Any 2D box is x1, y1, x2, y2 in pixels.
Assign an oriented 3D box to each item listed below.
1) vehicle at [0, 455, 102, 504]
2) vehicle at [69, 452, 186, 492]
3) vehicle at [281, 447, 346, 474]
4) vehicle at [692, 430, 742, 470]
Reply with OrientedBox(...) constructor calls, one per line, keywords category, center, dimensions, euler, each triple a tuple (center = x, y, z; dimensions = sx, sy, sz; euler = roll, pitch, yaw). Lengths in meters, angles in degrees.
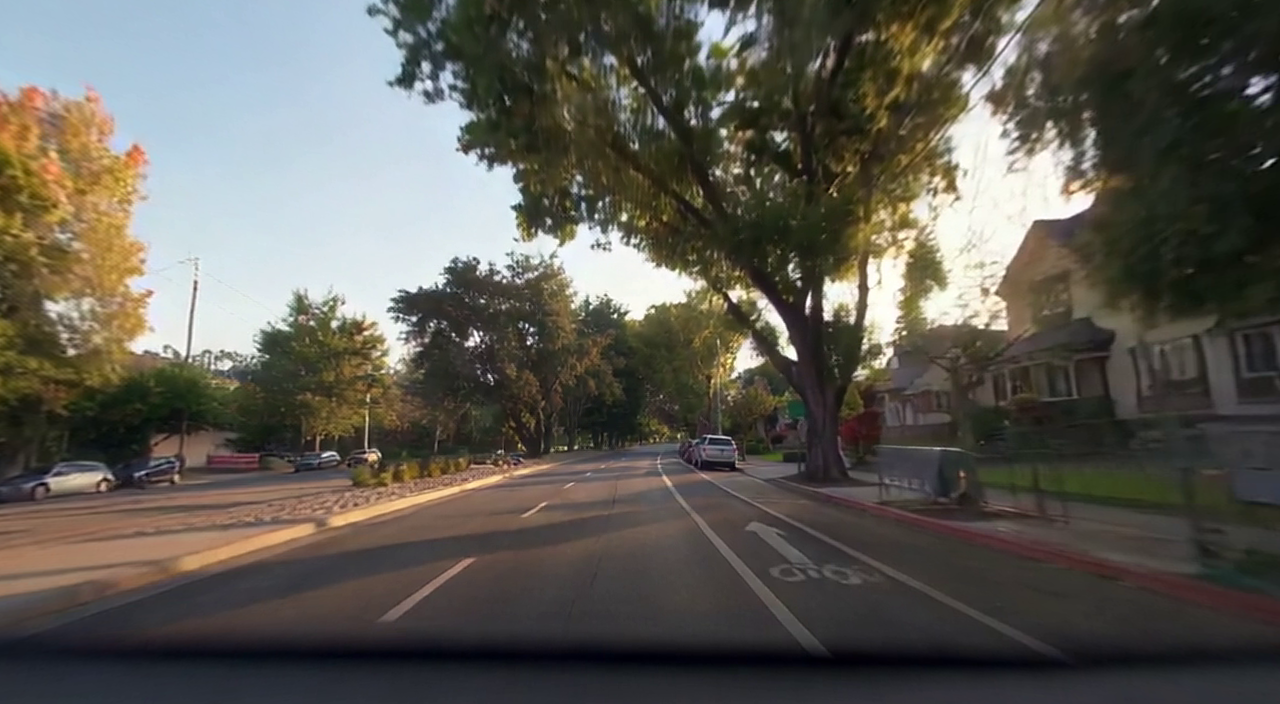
OrientedBox(category="vehicle", center=(-24.413, 5.098, 25.504), dimensions=(1.864, 1.575, 4.149), euler=(-3, -6, -3))
OrientedBox(category="vehicle", center=(-24.520, 5.729, 30.449), dimensions=(1.999, 1.720, 4.253), euler=(0, -8, 1))
OrientedBox(category="vehicle", center=(-24.155, 8.019, 46.947), dimensions=(2.120, 1.824, 4.908), euler=(-1, -8, 2))
OrientedBox(category="vehicle", center=(3.578, 4.651, 30.068), dimensions=(2.013, 1.710, 4.403), euler=(-1, -8, 3))
